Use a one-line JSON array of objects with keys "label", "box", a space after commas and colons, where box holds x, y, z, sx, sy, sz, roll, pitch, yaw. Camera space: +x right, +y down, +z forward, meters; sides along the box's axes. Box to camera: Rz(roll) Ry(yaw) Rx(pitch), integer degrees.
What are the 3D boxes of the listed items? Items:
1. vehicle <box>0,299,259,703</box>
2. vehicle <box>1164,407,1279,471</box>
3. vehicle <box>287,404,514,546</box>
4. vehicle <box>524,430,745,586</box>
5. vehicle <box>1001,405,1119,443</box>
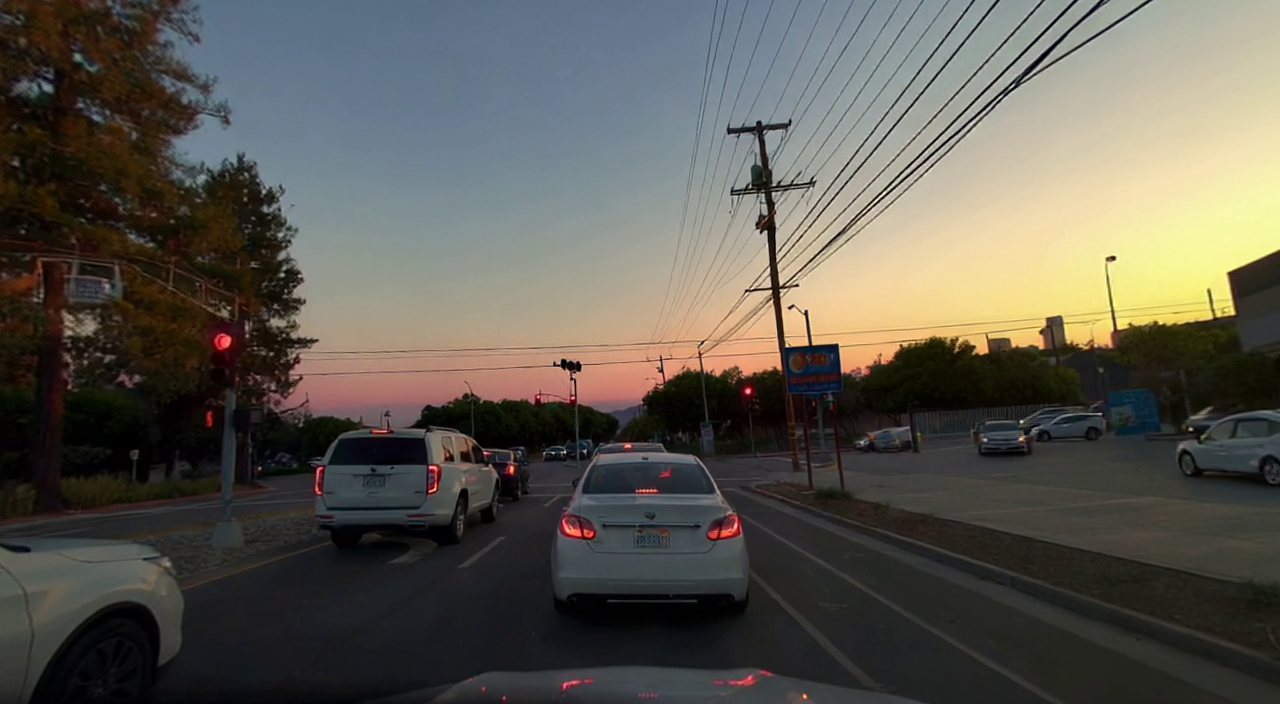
[{"label": "vehicle", "box": [-3.592, 0.630, 1.530, 2.085, 1.943, 5.053, 0, -8, 1]}, {"label": "vehicle", "box": [17.023, 2.544, 18.283, 1.858, 1.622, 4.491, -5, -10, 28]}, {"label": "vehicle", "box": [-3.849, 2.088, 11.370, 2.147, 1.963, 4.927, 0, -8, 0]}, {"label": "vehicle", "box": [-0.098, 1.803, 8.140, 2.121, 1.474, 3.968, 0, -8, -1]}, {"label": "vehicle", "box": [26.832, 4.643, 40.508, 5.782, 2.286, 2.223, -1, -9, 4]}]
